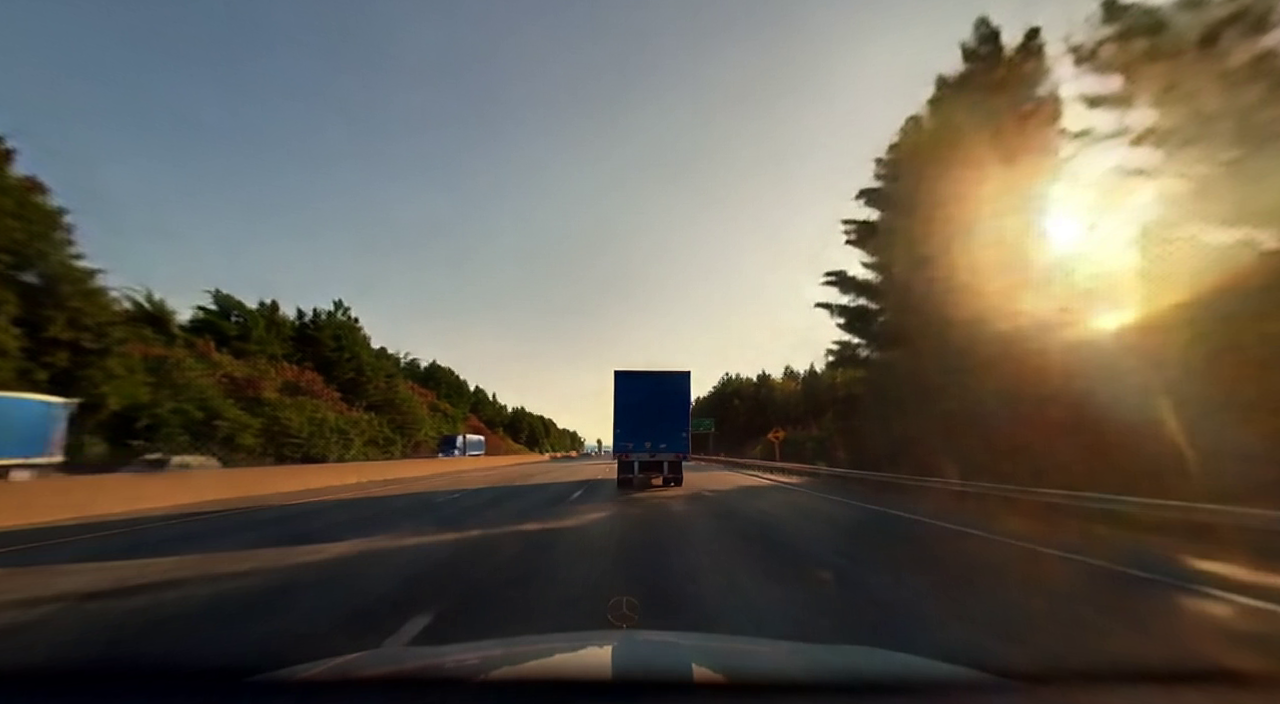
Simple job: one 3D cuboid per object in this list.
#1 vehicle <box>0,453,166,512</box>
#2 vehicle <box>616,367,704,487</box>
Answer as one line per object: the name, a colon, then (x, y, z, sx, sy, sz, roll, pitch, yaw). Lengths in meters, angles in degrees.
vehicle: (-15.884, 3.595, 17.836, 1.833, 1.421, 4.005, 0, -9, -1)
vehicle: (0.604, 3.227, 25.942, 2.898, 3.973, 10.063, 0, -9, -1)
